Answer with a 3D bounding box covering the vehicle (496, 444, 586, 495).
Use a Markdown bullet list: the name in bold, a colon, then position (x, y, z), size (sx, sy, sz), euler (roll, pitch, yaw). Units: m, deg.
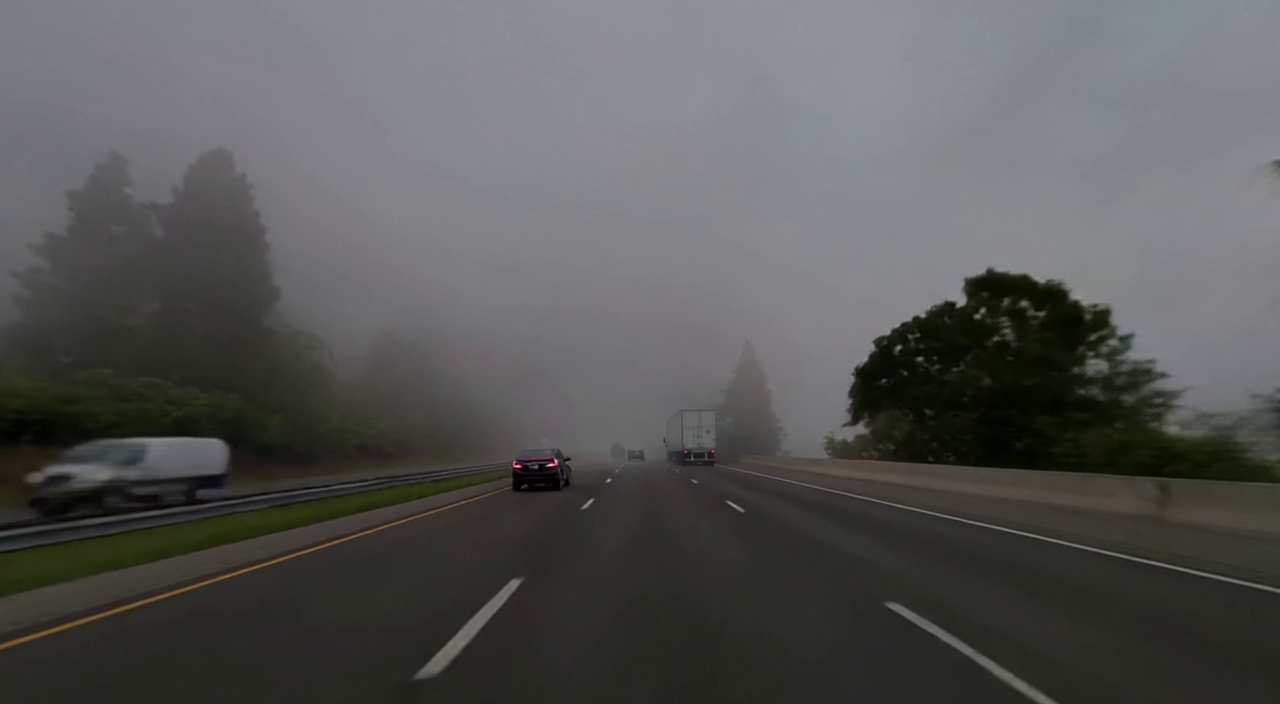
- **vehicle**: position (-3.038, 3.732, 20.459), size (2.121, 1.445, 4.651), euler (0, -9, 1)
